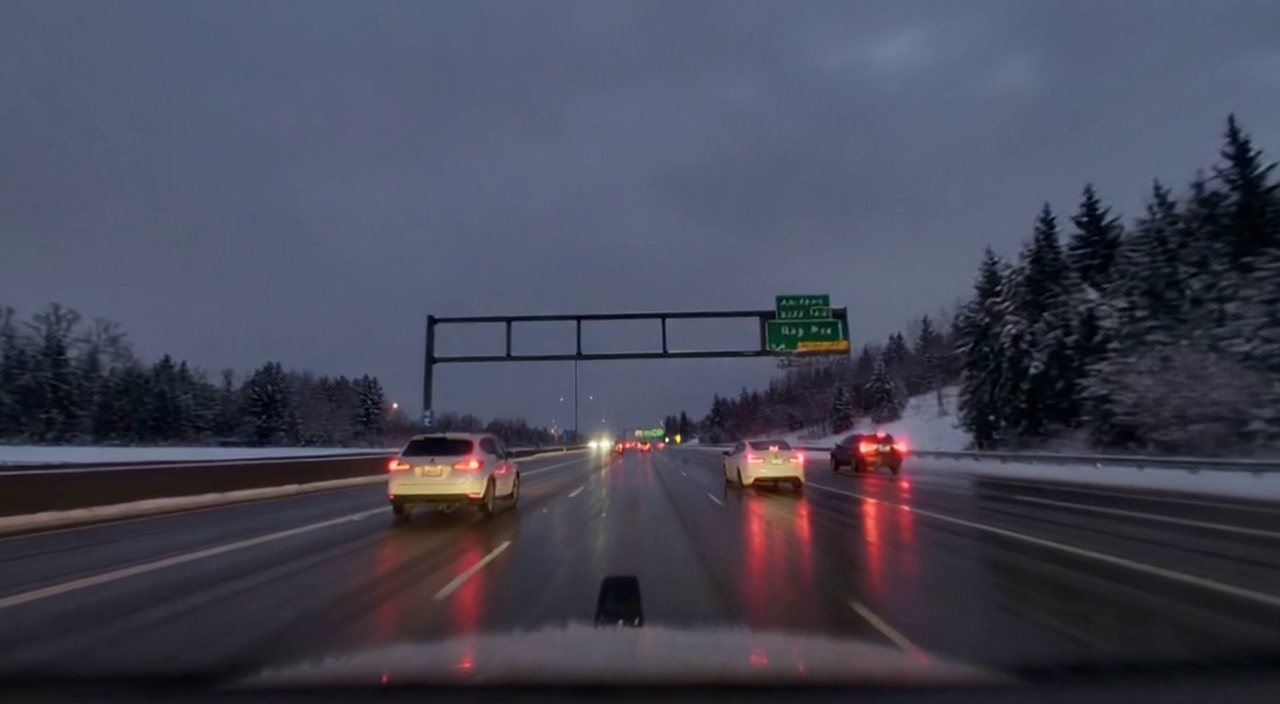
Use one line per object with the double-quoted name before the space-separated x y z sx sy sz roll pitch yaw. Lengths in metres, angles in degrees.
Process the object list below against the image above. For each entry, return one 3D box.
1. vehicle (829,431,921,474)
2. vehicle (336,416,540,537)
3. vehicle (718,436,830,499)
"vehicle" 11.183 4.868 30.609 2.223 1.865 5.704 0 -9 -1
"vehicle" -3.301 2.158 11.511 2.193 1.746 4.512 0 -9 0
"vehicle" 3.667 3.279 18.342 2.107 1.550 4.949 0 -9 -1
